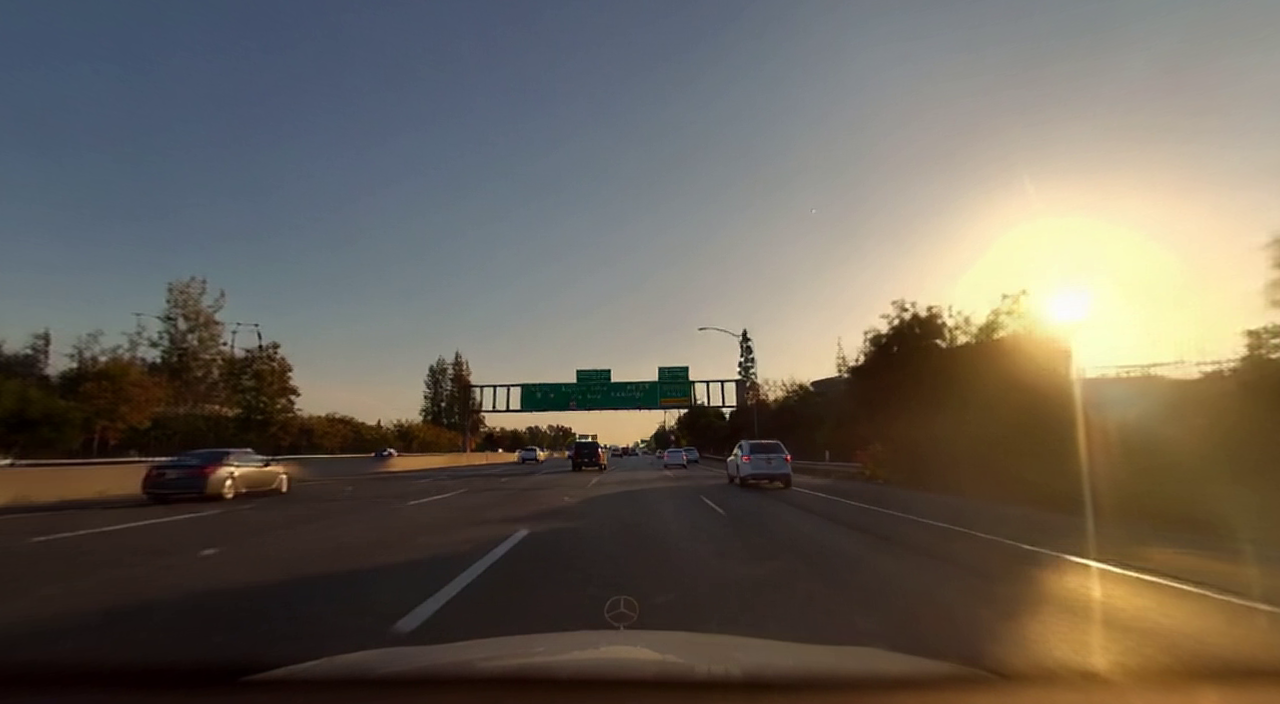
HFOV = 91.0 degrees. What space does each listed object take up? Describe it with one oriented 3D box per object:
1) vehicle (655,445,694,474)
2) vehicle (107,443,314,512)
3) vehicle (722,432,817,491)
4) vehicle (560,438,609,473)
[{"bbox_3d":[1.945,6.218,36.665,2.126,1.529,4.438,0,-9,1],"label":"vehicle"},{"bbox_3d":[-10.611,3.098,16.128,1.974,1.472,4.684,0,-9,0],"label":"vehicle"},{"bbox_3d":[4.242,3.697,21.564,2.218,1.776,4.807,0,-9,0],"label":"vehicle"},{"bbox_3d":[-3.218,6.218,37.908,2.449,1.929,5.503,0,-9,0],"label":"vehicle"}]
